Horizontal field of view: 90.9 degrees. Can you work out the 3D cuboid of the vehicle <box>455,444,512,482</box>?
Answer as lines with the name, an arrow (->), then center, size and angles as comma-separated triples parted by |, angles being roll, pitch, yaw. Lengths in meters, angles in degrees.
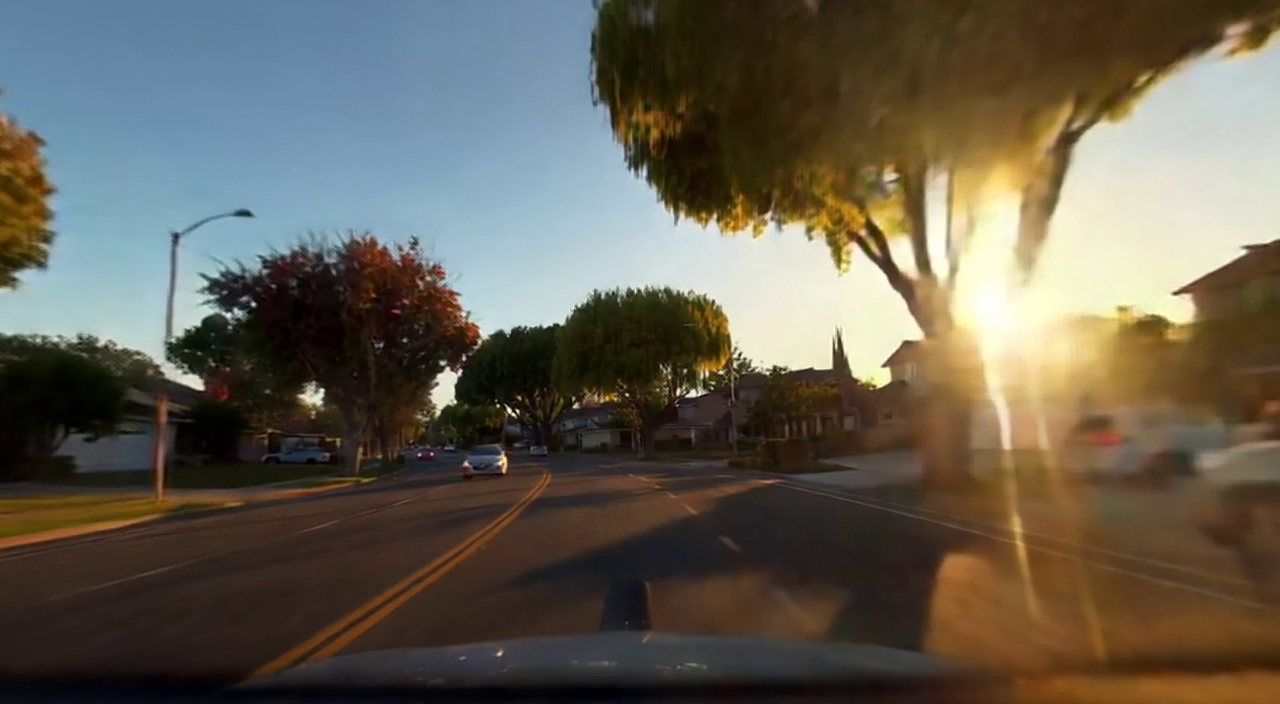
vehicle -> -6.686, 4.736, 27.348 | 2.043, 1.470, 4.338 | 1, -8, -10

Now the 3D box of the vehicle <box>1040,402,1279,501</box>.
vehicle -> 11.609, 2.129, 13.681 | 5.189, 1.825, 2.149 | 3, -9, -21

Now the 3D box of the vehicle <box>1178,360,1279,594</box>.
vehicle -> 6.570, 0.738, 3.155 | 2.348, 1.986, 6.289 | 0, -8, 2
